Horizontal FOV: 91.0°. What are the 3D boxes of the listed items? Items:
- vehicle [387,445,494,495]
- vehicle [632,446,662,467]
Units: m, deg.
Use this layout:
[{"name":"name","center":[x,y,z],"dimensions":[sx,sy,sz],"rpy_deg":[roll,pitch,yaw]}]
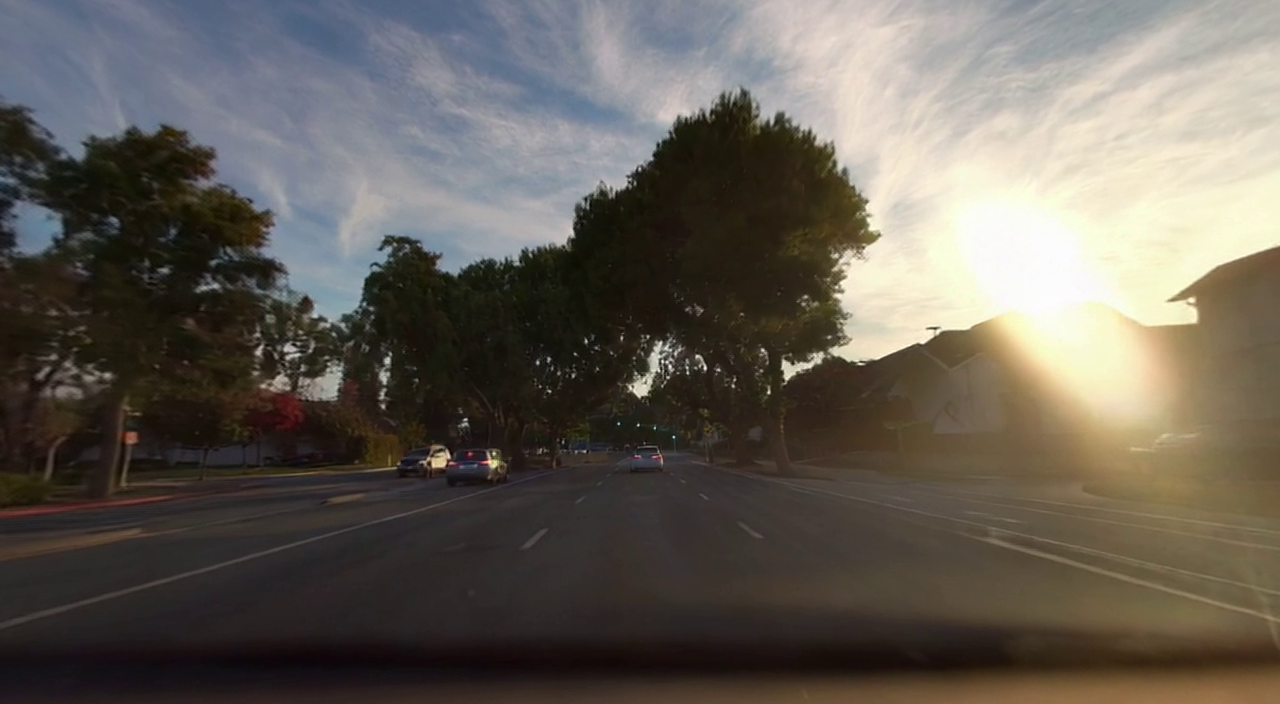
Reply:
[{"name":"vehicle","center":[-6.483,3.875,21.047],"dimensions":[2.014,1.472,4.357],"rpy_deg":[0,-9,2]},{"name":"vehicle","center":[0.511,7.666,46.356],"dimensions":[2.106,1.517,4.375],"rpy_deg":[0,-9,0]}]
